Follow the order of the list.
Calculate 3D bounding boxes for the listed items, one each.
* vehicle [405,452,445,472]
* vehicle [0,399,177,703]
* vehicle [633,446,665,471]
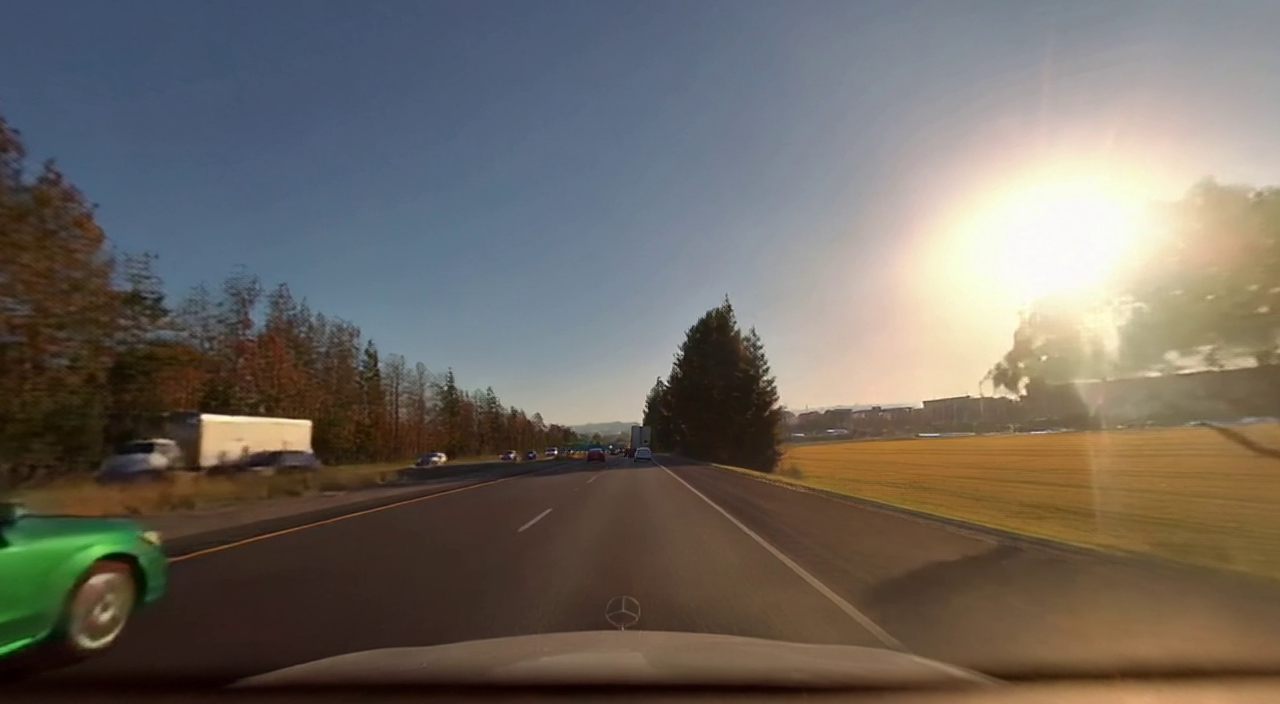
[{"bbox_3d":[-16.882,8.628,49.681,1.921,1.452,3.579,0,-9,0],"label":"vehicle"},{"bbox_3d":[-4.263,0.881,2.260,2.172,1.548,3.953,0,-9,0],"label":"vehicle"},{"bbox_3d":[0.554,7.078,42.116,1.992,1.593,3.937,0,-9,-1],"label":"vehicle"}]
